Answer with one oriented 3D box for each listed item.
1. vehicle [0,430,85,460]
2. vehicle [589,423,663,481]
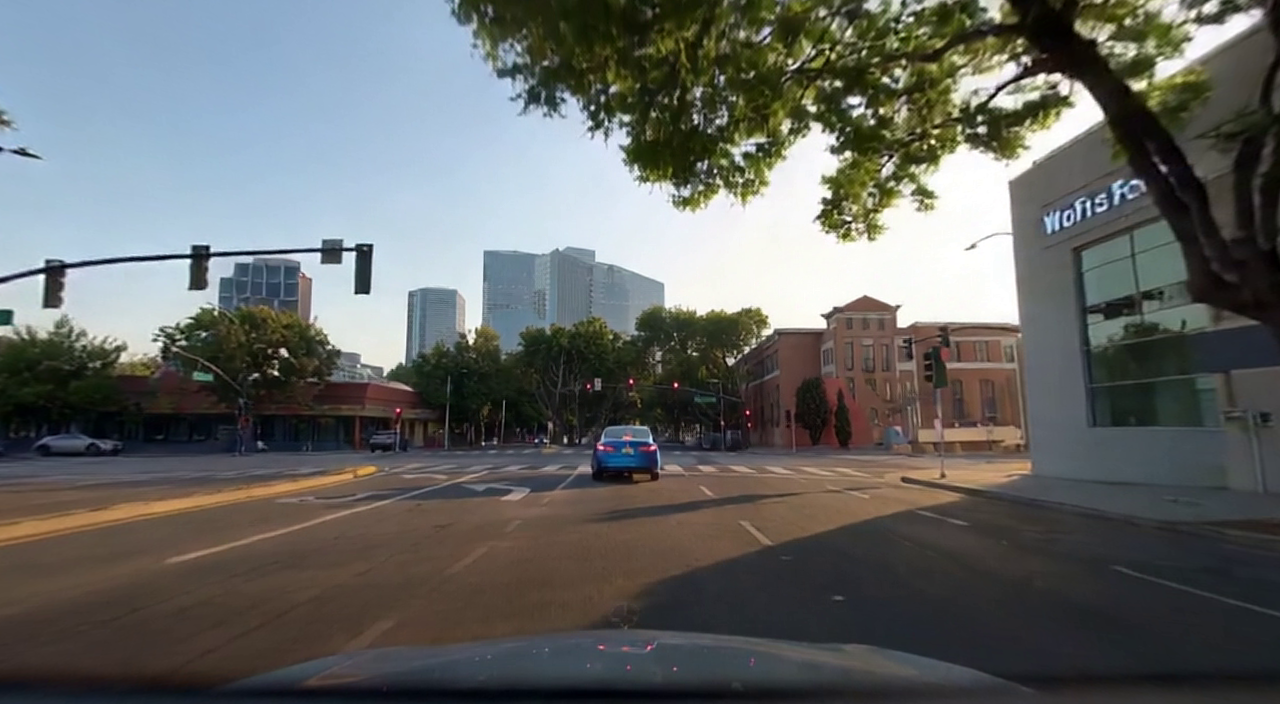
[{"bbox_3d":[-36.376,5.511,37.461,4.912,1.731,2.022,0,-8,-1],"label":"vehicle"},{"bbox_3d":[-0.435,3.078,19.733,2.066,1.618,3.922,0,-8,-1],"label":"vehicle"}]
